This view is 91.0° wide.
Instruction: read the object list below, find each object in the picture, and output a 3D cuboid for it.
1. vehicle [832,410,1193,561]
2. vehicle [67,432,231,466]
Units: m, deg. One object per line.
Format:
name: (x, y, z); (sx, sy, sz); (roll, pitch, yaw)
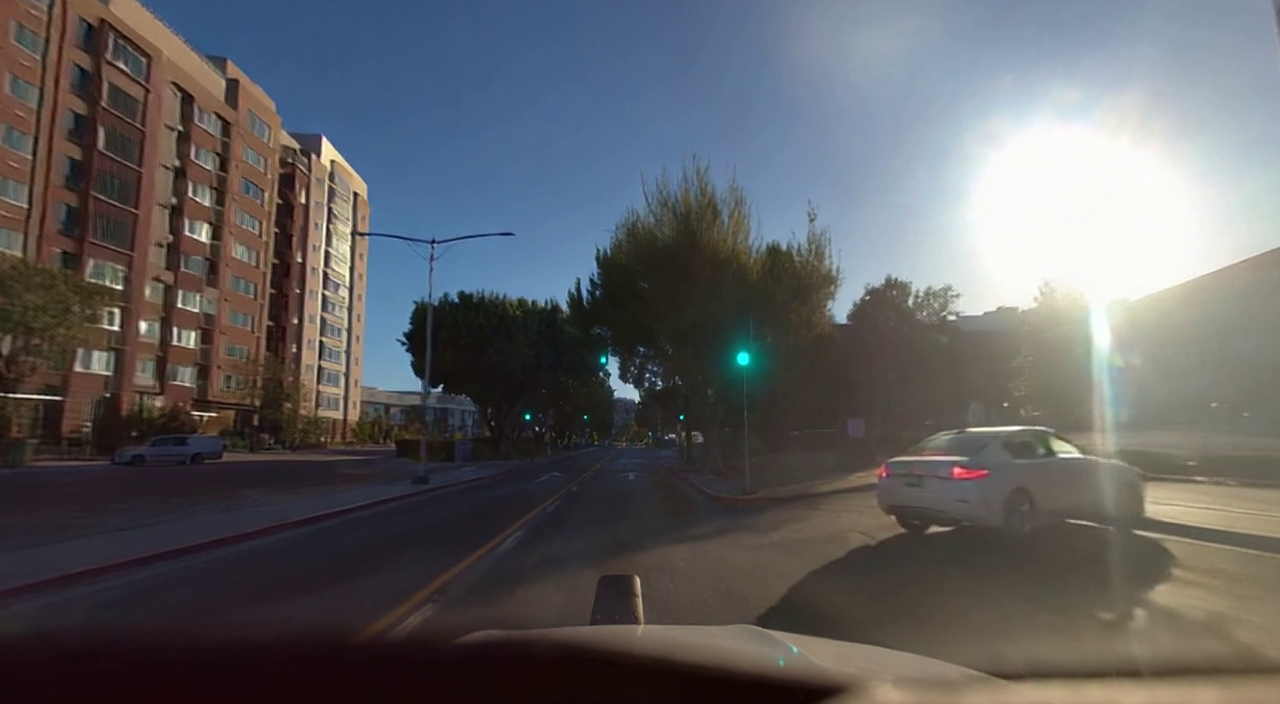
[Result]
vehicle: (4.782, 1.597, 8.158); (4.033, 1.514, 1.974); (3, -9, -25)
vehicle: (-19.409, 3.869, 25.263); (2.660, 1.211, 4.739); (-1, -8, 2)
